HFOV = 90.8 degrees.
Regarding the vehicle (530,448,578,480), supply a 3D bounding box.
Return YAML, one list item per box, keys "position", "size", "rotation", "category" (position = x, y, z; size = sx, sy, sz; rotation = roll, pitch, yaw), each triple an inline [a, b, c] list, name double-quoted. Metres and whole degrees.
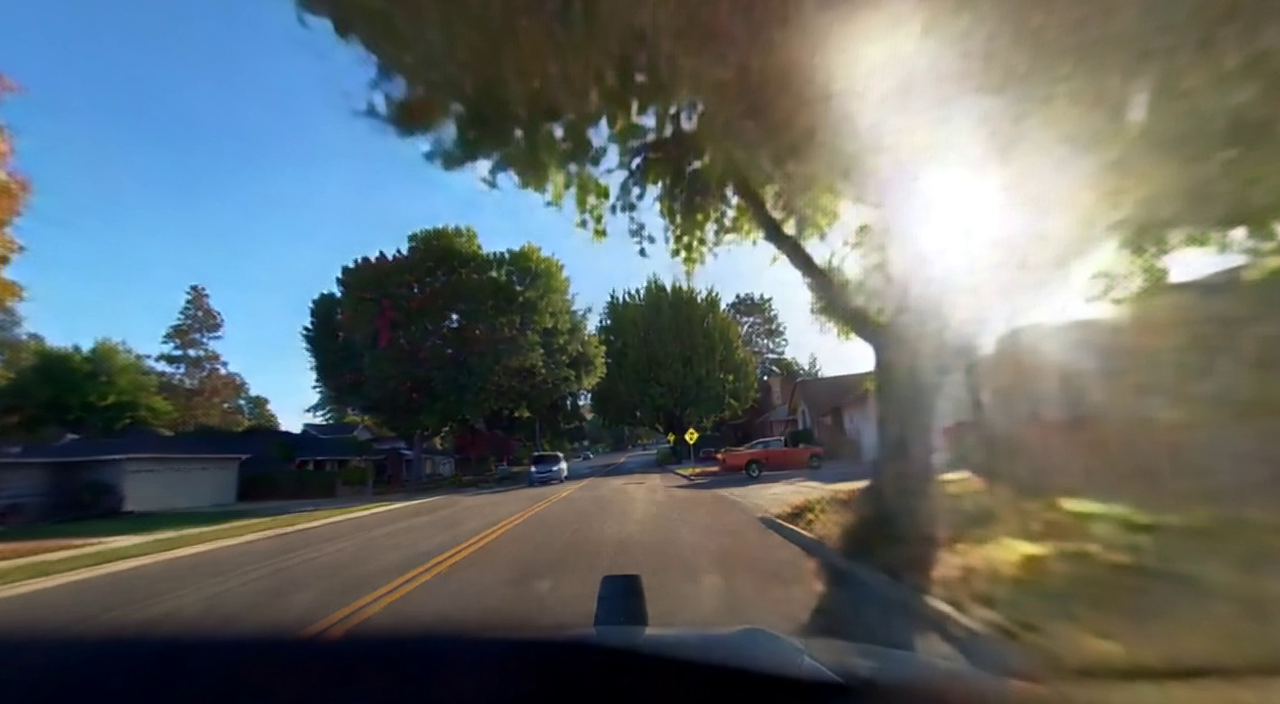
- position: [-4.844, 6.386, 36.354]
  size: [2.087, 1.693, 4.343]
  rotation: [0, -8, 1]
  category: "vehicle"
